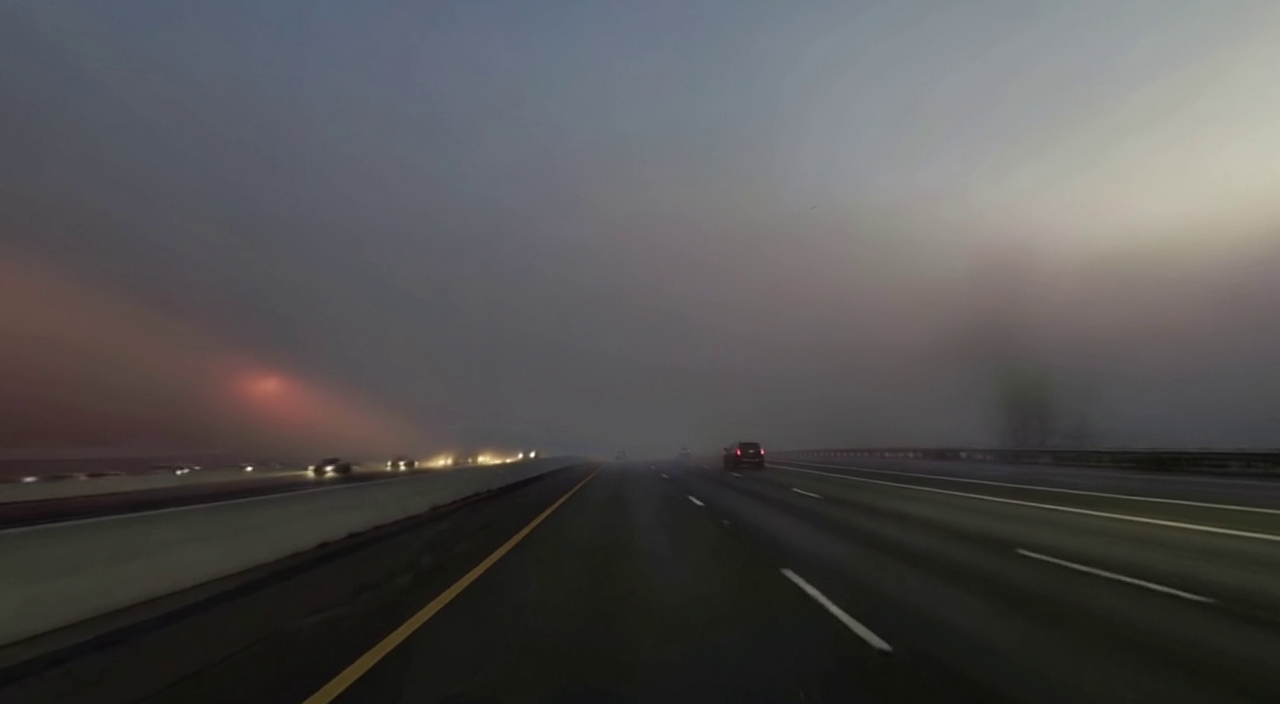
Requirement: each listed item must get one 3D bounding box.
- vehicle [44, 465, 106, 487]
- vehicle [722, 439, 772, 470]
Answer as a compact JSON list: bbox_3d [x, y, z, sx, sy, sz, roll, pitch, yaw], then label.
[{"bbox_3d":[-41.499,9.116,46.523,1.574,1.349,3.499,-2,-8,-6],"label":"vehicle"},{"bbox_3d":[6.167,5.982,36.960,2.030,1.706,4.279,0,-9,-2],"label":"vehicle"}]
